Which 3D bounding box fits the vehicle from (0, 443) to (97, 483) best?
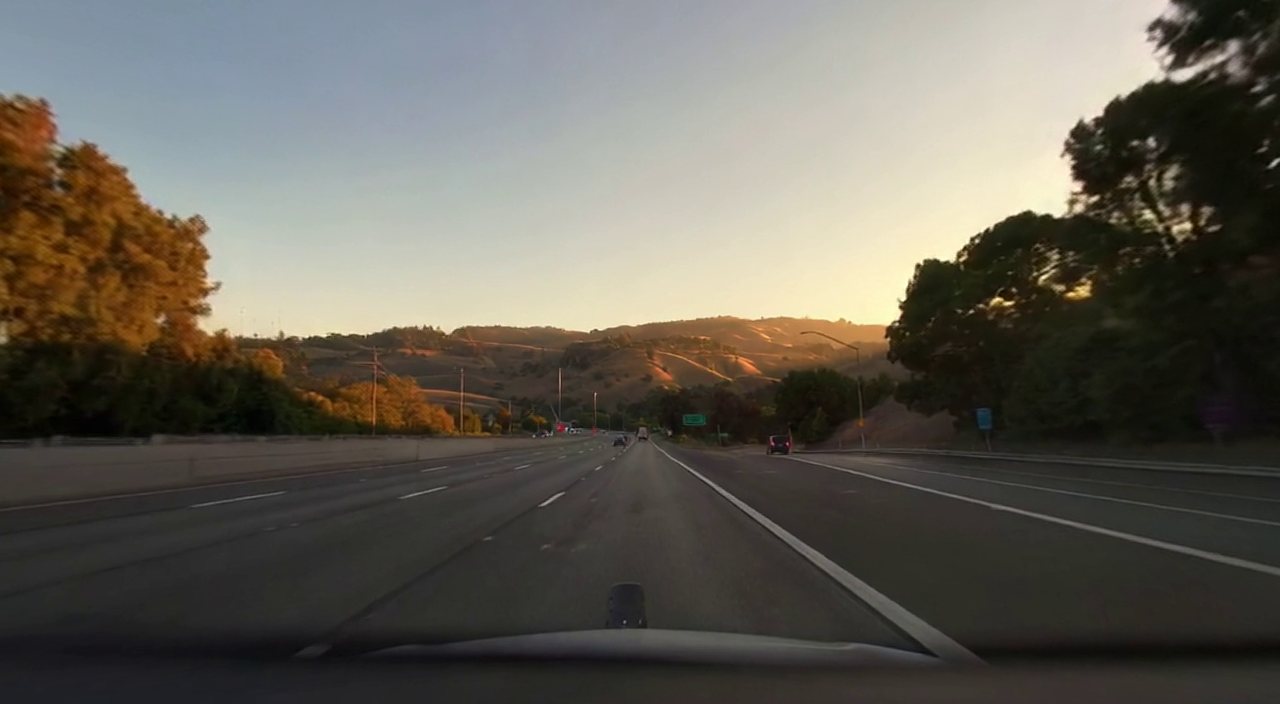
[{"bbox_3d":[-28.120,5.061,29.125,1.958,1.651,4.585,0,-8,0],"label":"vehicle"}]
